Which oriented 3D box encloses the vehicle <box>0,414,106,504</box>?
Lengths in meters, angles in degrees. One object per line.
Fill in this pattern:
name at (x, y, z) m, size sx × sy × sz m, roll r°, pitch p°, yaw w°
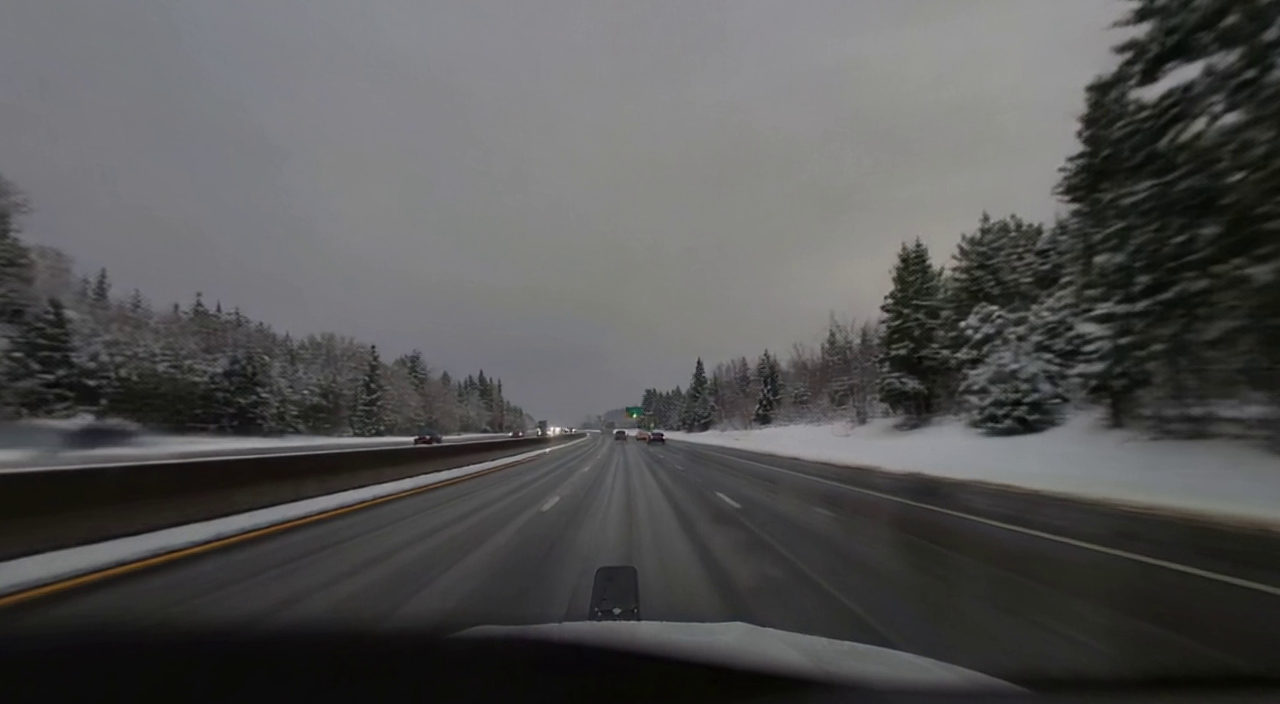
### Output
vehicle at (-11.483, 1.767, 10.401) m, size 1.814 × 1.477 × 4.133 m, roll 1°, pitch -8°, yaw -2°
